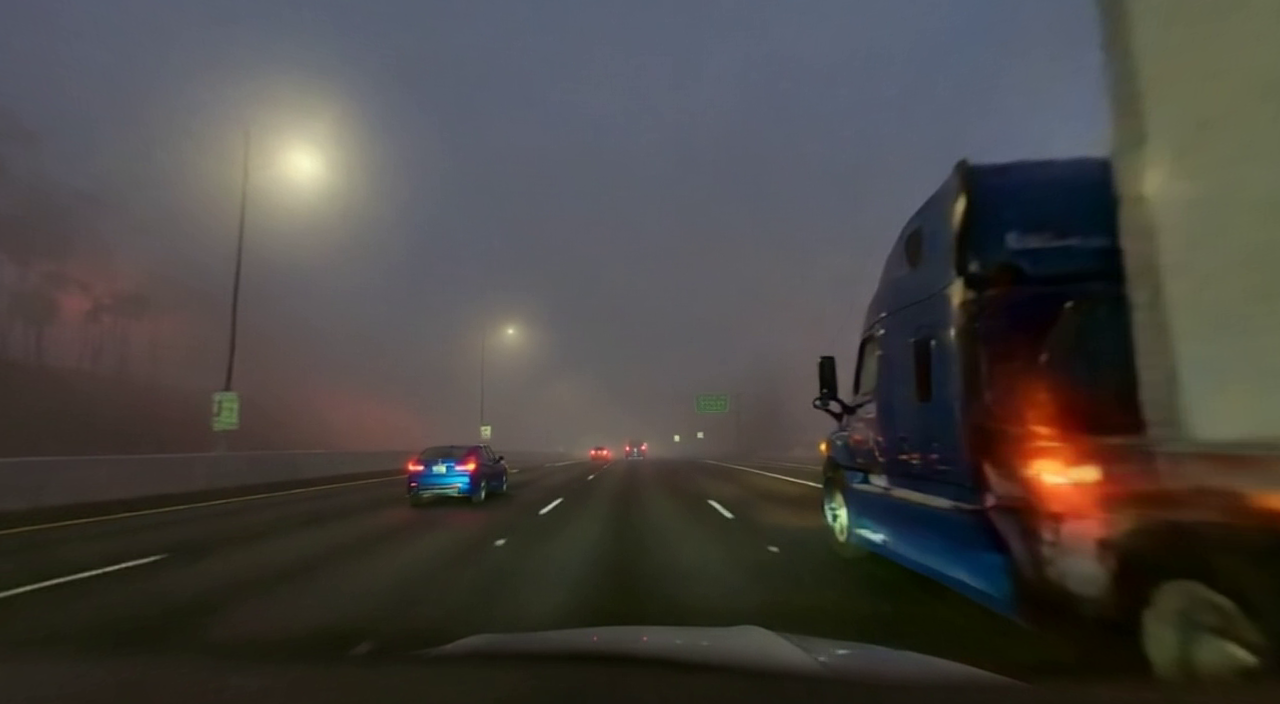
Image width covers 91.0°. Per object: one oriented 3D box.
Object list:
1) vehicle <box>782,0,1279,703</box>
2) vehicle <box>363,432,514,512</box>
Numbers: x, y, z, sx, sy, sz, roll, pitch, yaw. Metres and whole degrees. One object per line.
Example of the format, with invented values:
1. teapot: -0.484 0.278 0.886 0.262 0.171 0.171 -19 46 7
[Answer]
1. vehicle: 3.531 0.437 5.497 3.073 3.886 5.856 0 -8 -1
2. vehicle: -4.371 2.661 14.444 2.120 1.537 4.139 0 -8 -1
